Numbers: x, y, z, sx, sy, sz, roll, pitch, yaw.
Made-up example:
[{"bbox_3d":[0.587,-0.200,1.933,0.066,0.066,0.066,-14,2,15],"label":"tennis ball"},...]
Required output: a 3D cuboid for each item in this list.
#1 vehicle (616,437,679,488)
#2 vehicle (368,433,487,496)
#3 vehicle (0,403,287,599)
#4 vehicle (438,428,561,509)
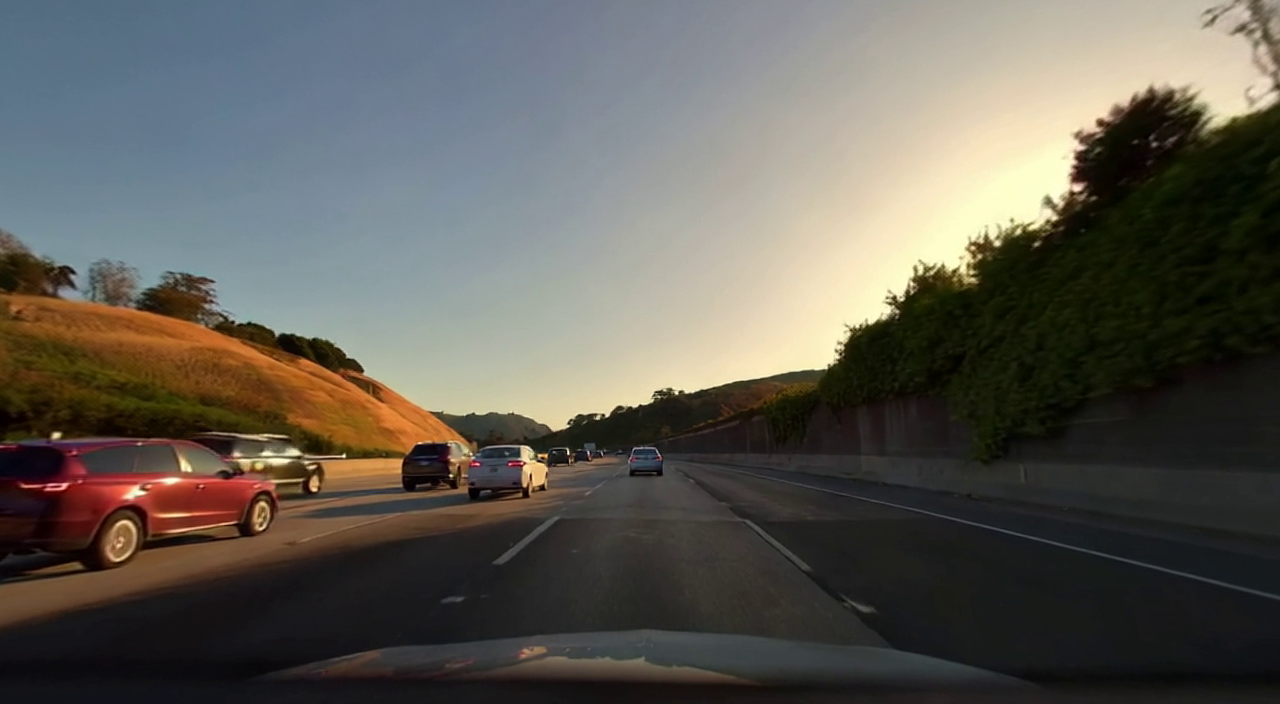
[{"bbox_3d":[0.252,4.279,24.795,2.233,1.804,4.273,0,-9,0],"label":"vehicle"},{"bbox_3d":[-6.988,3.747,21.488,2.108,1.856,5.214,0,-9,1],"label":"vehicle"},{"bbox_3d":[-7.017,1.719,8.064,2.215,1.797,4.666,0,-9,1],"label":"vehicle"},{"bbox_3d":[-3.448,2.966,16.513,2.093,1.820,4.506,0,-9,1],"label":"vehicle"}]
